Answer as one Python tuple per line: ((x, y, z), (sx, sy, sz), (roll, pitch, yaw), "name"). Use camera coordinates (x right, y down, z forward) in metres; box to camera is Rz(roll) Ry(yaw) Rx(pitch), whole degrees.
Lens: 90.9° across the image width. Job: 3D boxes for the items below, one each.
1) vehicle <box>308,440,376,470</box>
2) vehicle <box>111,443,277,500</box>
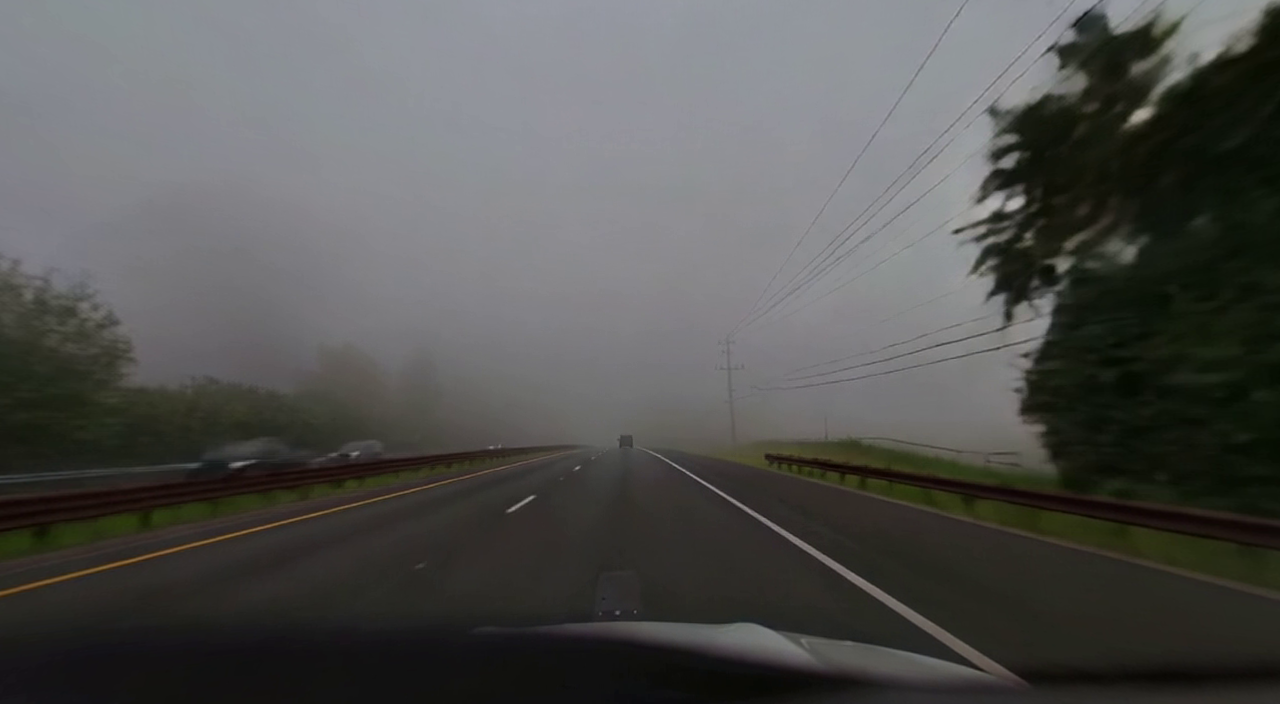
((-17.456, 6.015, 37.140), (1.962, 1.590, 4.258), (-1, -8, -1), "vehicle")
((-12.953, 3.444, 18.691), (1.817, 1.451, 4.292), (0, -8, -1), "vehicle")
